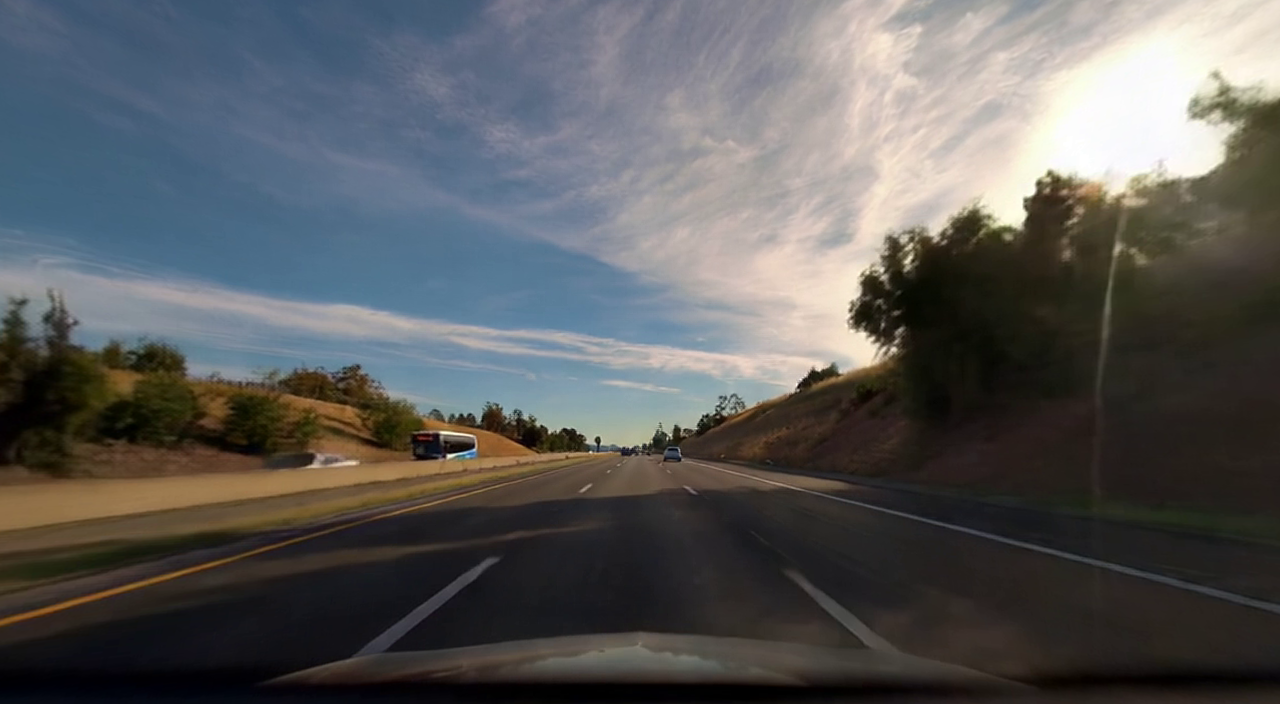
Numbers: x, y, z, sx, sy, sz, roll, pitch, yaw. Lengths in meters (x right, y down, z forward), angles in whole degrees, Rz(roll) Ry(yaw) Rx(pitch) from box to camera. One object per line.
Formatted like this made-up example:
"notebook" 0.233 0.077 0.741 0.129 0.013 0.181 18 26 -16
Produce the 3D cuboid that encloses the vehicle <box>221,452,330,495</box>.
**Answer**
"vehicle" -13.159 4.370 23.033 1.778 1.407 3.668 0 -9 0
